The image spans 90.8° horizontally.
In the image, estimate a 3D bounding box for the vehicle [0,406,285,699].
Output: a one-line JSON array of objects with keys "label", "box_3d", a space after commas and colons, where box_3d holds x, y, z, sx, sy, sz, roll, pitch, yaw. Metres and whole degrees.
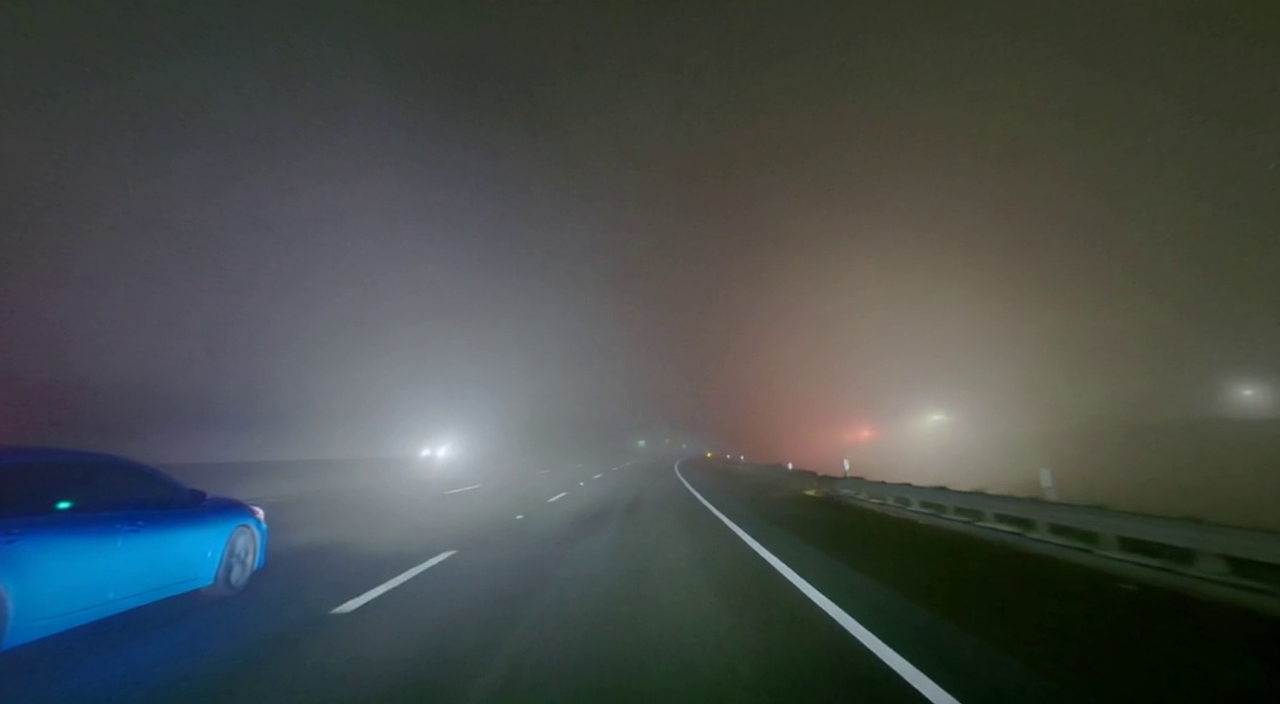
[{"label": "vehicle", "box_3d": [-4.289, 1.141, 3.919, 1.928, 1.504, 3.745, 0, -9, 0]}]
